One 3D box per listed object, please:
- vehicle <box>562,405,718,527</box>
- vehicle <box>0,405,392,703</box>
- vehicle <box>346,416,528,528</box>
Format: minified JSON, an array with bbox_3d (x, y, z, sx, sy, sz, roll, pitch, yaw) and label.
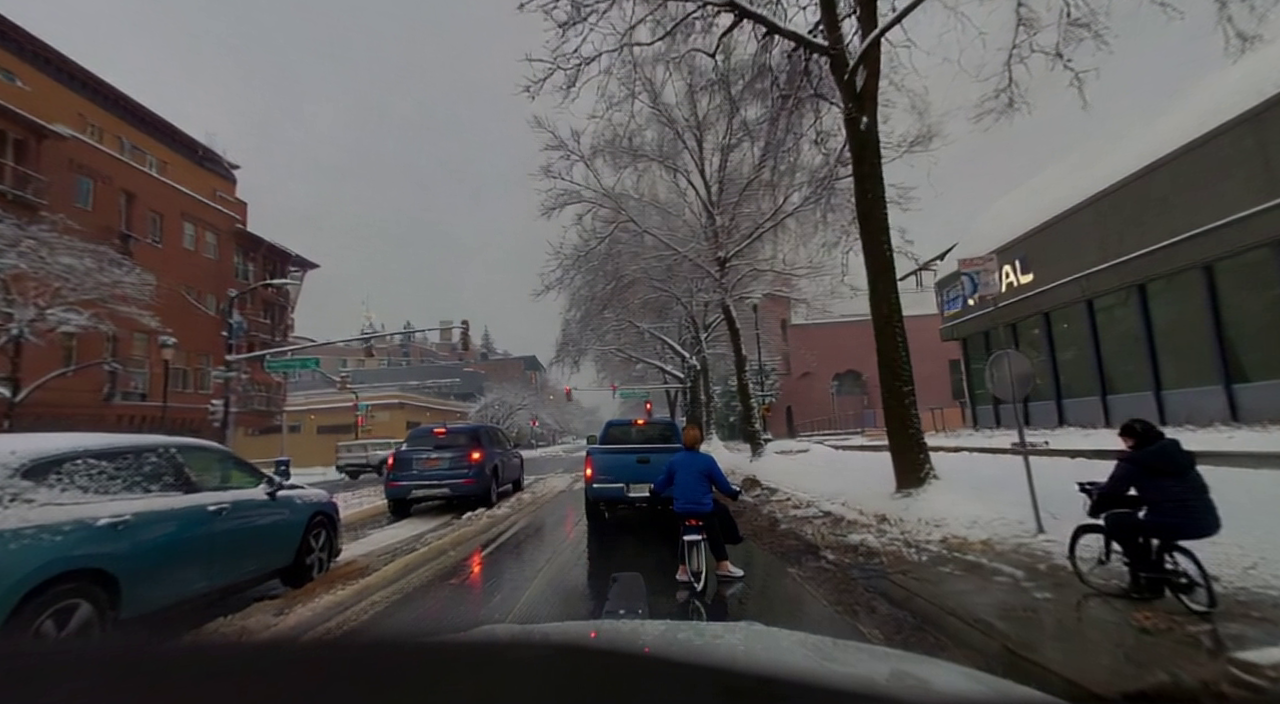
[{"bbox_3d":[-0.049,2.159,12.457,2.426,1.882,5.027,0,-9,-1],"label":"vehicle"},{"bbox_3d":[-3.584,1.235,4.295,2.064,1.486,4.140,0,-9,1],"label":"vehicle"},{"bbox_3d":[-3.609,2.237,12.286,2.046,1.750,4.452,0,-9,0],"label":"vehicle"}]
